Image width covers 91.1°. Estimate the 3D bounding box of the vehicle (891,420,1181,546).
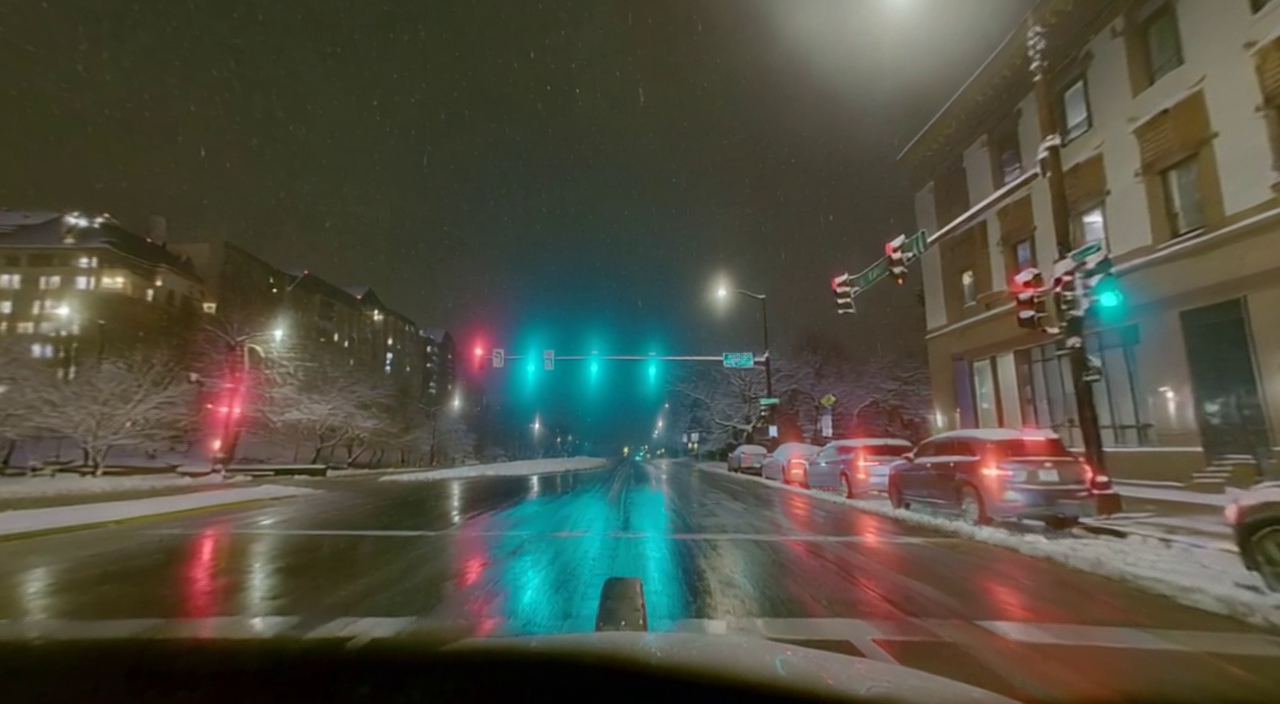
[{"bbox_3d":[6.495,2.194,11.204,1.984,1.751,4.759,0,-9,-1],"label":"vehicle"}]
